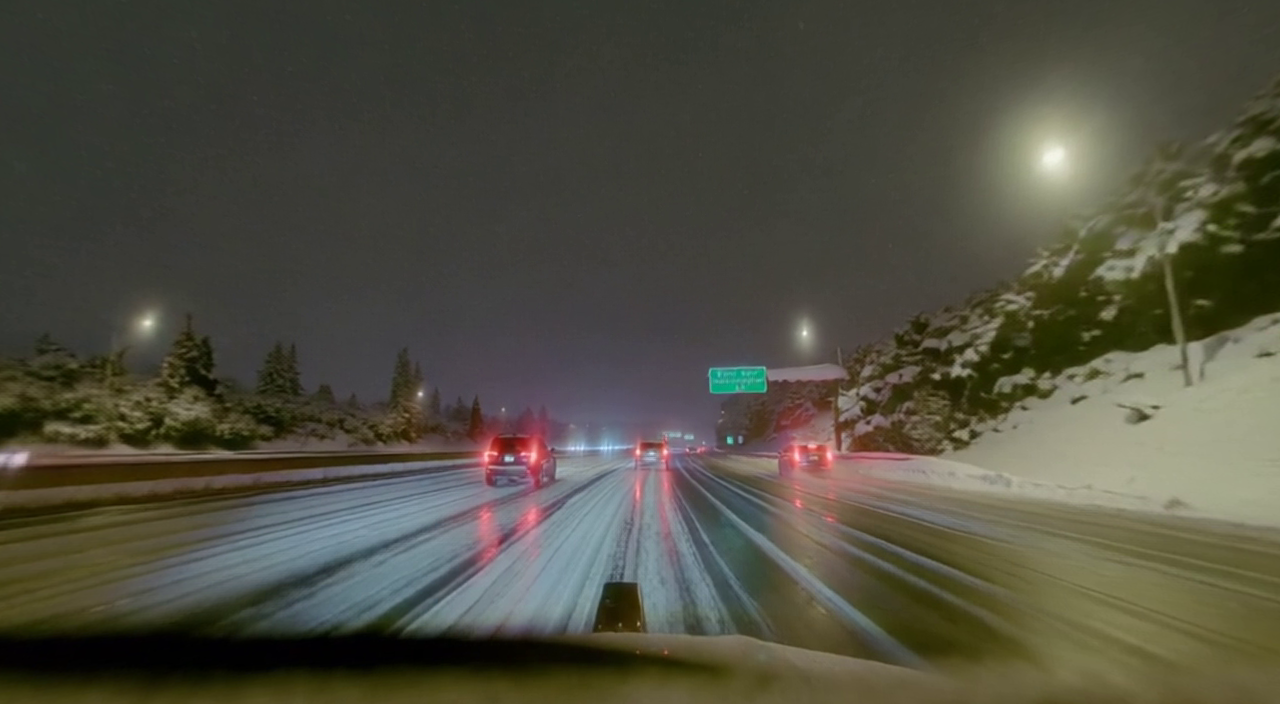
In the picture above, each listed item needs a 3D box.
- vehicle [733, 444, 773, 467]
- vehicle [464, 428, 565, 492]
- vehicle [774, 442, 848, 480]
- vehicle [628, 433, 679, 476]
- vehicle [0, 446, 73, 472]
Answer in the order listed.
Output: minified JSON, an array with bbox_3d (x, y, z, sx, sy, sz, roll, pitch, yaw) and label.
[{"bbox_3d":[7.884,7.251,44.257,2.005,1.456,4.287,0,-9,0],"label":"vehicle"},{"bbox_3d":[-3.762,3.347,19.723,2.142,1.759,4.297,0,-9,2],"label":"vehicle"},{"bbox_3d":[7.261,4.675,27.181,1.936,1.480,4.373,0,-9,0],"label":"vehicle"},{"bbox_3d":[0.667,4.914,30.390,2.270,1.862,4.949,0,-9,1],"label":"vehicle"},{"bbox_3d":[-38.365,6.575,38.889,1.897,1.528,4.789,-1,-9,5],"label":"vehicle"}]
